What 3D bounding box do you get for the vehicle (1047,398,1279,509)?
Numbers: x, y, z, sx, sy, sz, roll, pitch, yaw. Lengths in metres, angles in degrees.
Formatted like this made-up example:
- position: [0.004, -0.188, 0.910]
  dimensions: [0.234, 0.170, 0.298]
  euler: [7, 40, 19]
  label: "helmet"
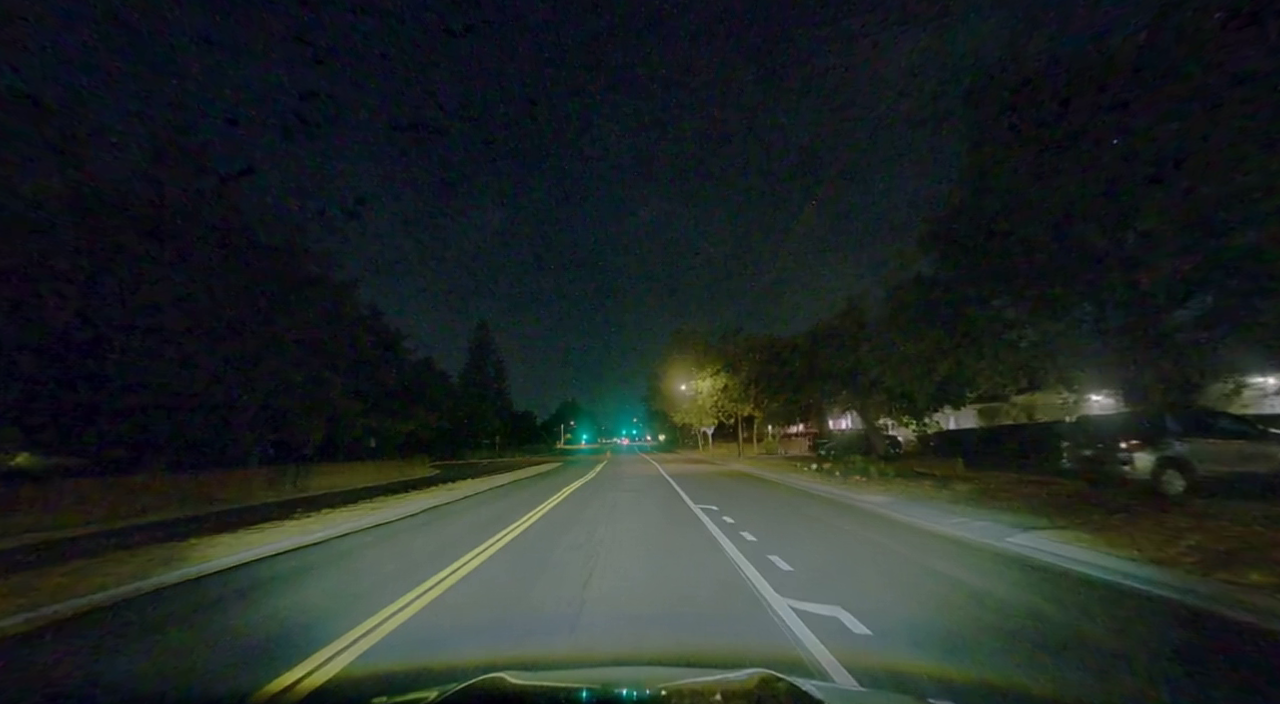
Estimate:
- position: [10.563, 1.864, 11.704]
  dimensions: [4.461, 1.858, 2.055]
  euler: [0, -8, 3]
  label: "vehicle"
